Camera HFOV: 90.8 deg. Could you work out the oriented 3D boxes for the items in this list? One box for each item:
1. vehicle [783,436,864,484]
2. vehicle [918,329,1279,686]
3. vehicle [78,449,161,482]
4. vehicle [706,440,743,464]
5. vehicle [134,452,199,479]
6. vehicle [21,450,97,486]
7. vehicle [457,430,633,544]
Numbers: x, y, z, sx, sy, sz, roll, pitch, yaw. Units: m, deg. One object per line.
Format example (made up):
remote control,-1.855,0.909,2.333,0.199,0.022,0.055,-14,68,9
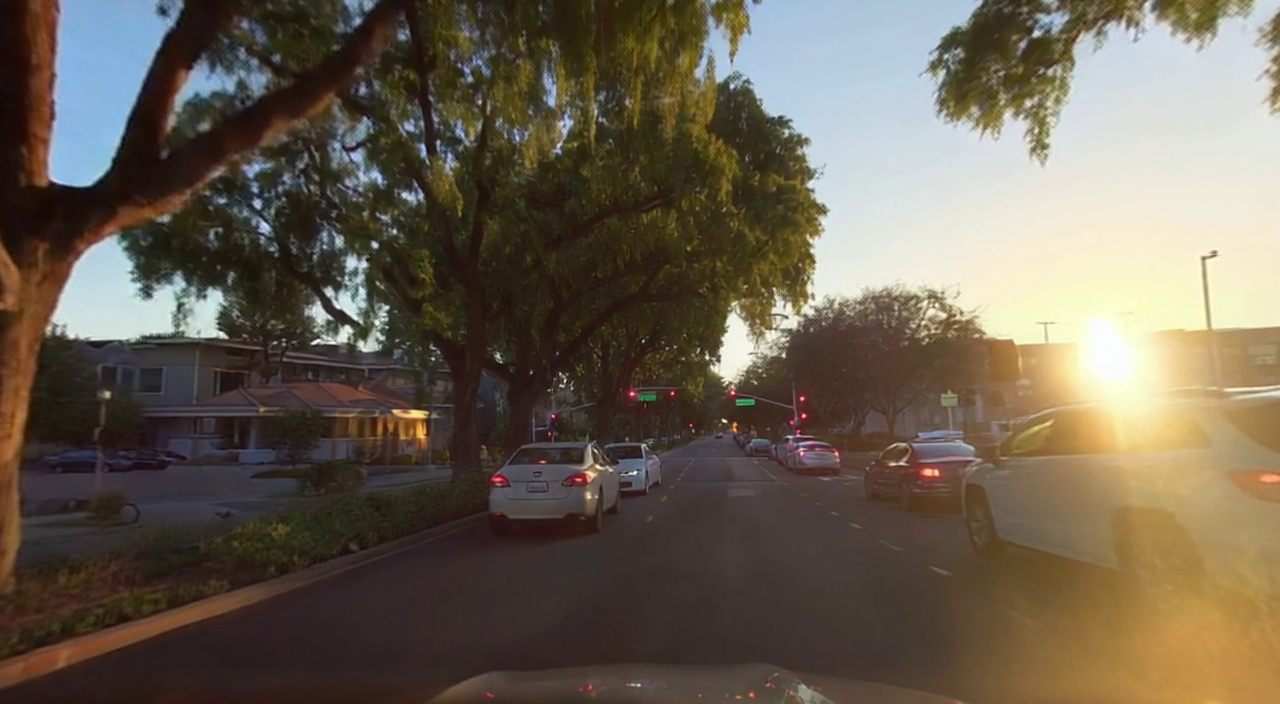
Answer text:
vehicle,6.327,3.748,22.336,1.910,1.493,4.490,-1,-8,5
vehicle,4.850,1.215,5.933,2.324,1.907,5.634,-1,-8,5
vehicle,-26.916,5.801,32.617,4.127,1.583,1.978,-5,-10,32
vehicle,5.338,6.370,40.396,2.095,1.473,4.301,-1,-8,5
vehicle,-26.345,6.267,35.152,3.527,1.390,1.681,-5,-10,33
vehicle,-27.406,5.416,29.757,3.865,1.499,1.804,-6,-10,37
vehicle,-1.303,2.117,10.634,1.968,1.497,4.286,-1,-8,5
